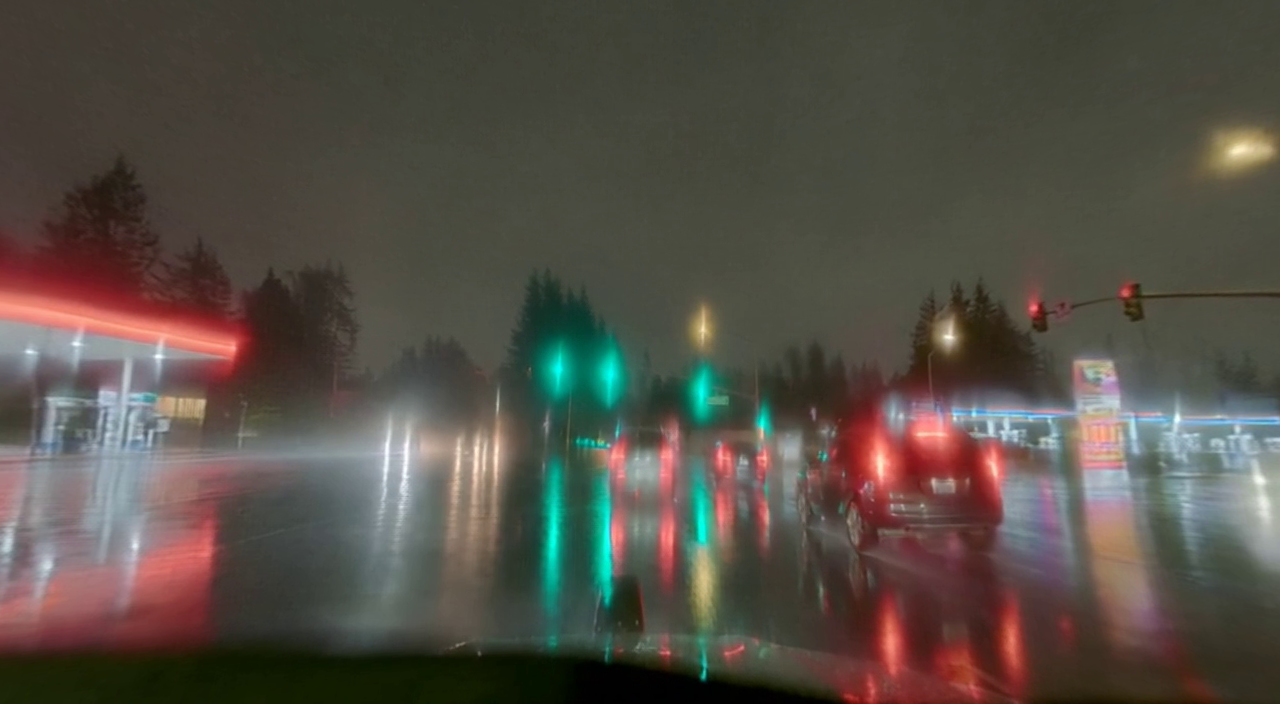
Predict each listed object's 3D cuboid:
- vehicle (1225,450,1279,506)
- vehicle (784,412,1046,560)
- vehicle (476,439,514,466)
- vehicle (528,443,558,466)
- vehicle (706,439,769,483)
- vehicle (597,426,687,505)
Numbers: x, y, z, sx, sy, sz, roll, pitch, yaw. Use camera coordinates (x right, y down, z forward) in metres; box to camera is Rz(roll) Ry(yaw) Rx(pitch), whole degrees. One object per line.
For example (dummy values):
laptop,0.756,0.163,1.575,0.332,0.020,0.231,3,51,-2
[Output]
vehicle,18.975,3.662,18.674,2.057,1.473,4.462,-7,-11,40
vehicle,3.762,1.904,9.653,2.000,1.745,4.206,0,-8,-2
vehicle,-9.722,6.749,42.446,1.992,1.755,4.283,1,-8,-7
vehicle,-6.865,7.236,44.687,1.987,1.505,4.337,1,-8,-8
vehicle,3.797,4.303,25.085,1.800,1.592,3.658,0,-8,-2
vehicle,0.004,2.916,16.577,2.051,1.798,4.168,0,-8,-1
